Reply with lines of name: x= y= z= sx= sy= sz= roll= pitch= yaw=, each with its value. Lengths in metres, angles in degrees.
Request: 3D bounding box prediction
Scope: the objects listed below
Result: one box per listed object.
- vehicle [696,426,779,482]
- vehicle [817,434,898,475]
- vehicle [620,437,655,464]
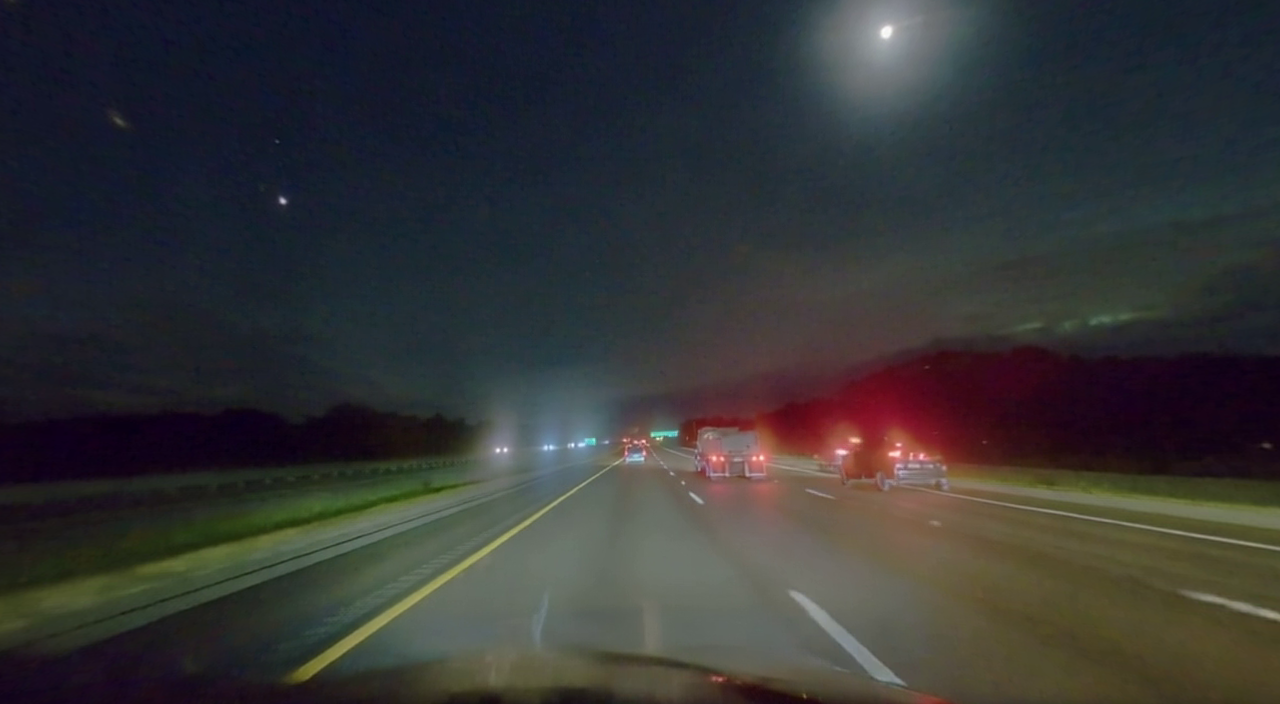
vehicle: x=3.457 y=3.754 z=23.336 sx=2.269 sy=1.839 sz=4.554 roll=0 pitch=-9 yaw=-1
vehicle: x=10.554 y=5.001 z=31.008 sx=2.161 sy=1.824 sz=4.876 roll=0 pitch=-9 yaw=-1
vehicle: x=-0.152 y=6.426 z=41.106 sx=2.142 sy=1.664 sz=4.076 roll=0 pitch=-9 yaw=0
